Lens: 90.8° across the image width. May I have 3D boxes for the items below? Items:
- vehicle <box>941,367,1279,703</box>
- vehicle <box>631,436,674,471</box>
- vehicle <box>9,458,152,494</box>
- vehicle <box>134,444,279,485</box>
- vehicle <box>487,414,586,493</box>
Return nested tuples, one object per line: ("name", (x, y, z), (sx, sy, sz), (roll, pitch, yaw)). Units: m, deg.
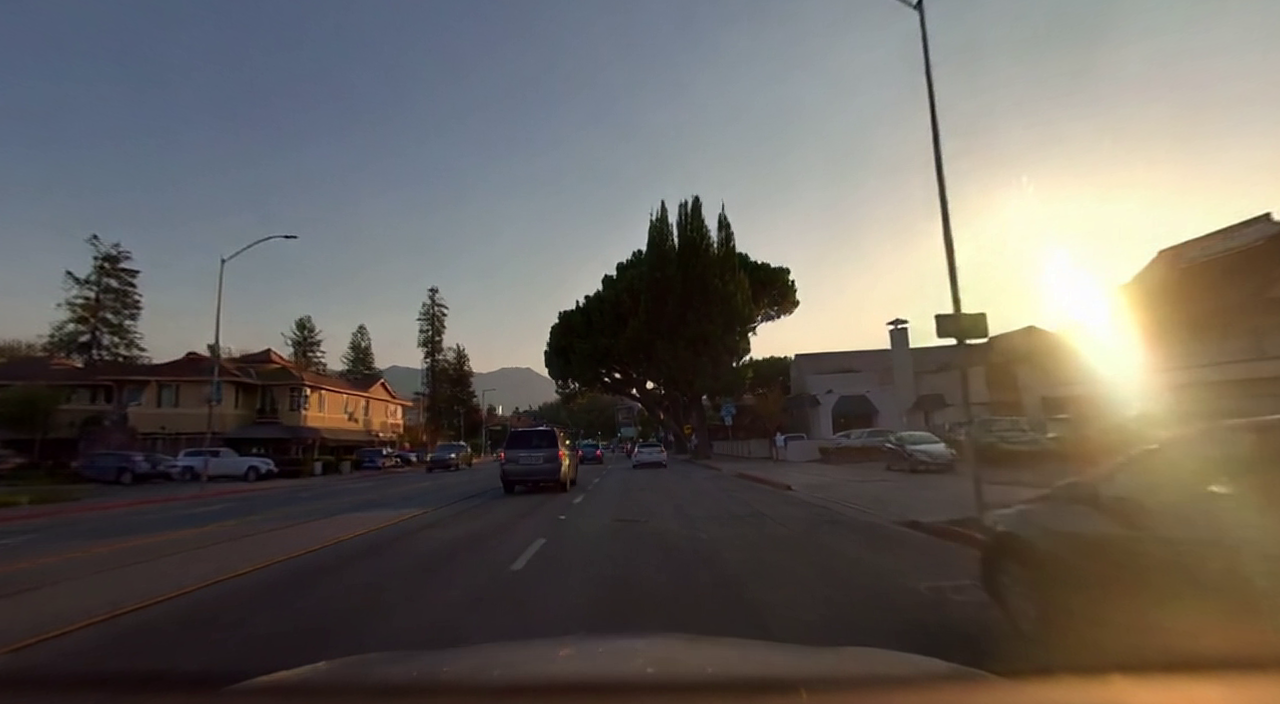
("vehicle", (3.524, 0.845, 2.232), (2.049, 1.631, 5.292), (0, -9, -4))
("vehicle", (0.577, 5.299, 33.151), (2.126, 1.657, 4.132), (0, -9, -1))
("vehicle", (-26.562, 5.868, 30.120), (4.926, 1.571, 1.941), (0, -9, -1))
("vehicle", (-24.041, 6.267, 35.305), (6.055, 2.148, 2.690), (0, -9, -1))
("vehicle", (-3.029, 3.157, 19.802), (2.213, 2.123, 5.124), (0, -9, 0))
